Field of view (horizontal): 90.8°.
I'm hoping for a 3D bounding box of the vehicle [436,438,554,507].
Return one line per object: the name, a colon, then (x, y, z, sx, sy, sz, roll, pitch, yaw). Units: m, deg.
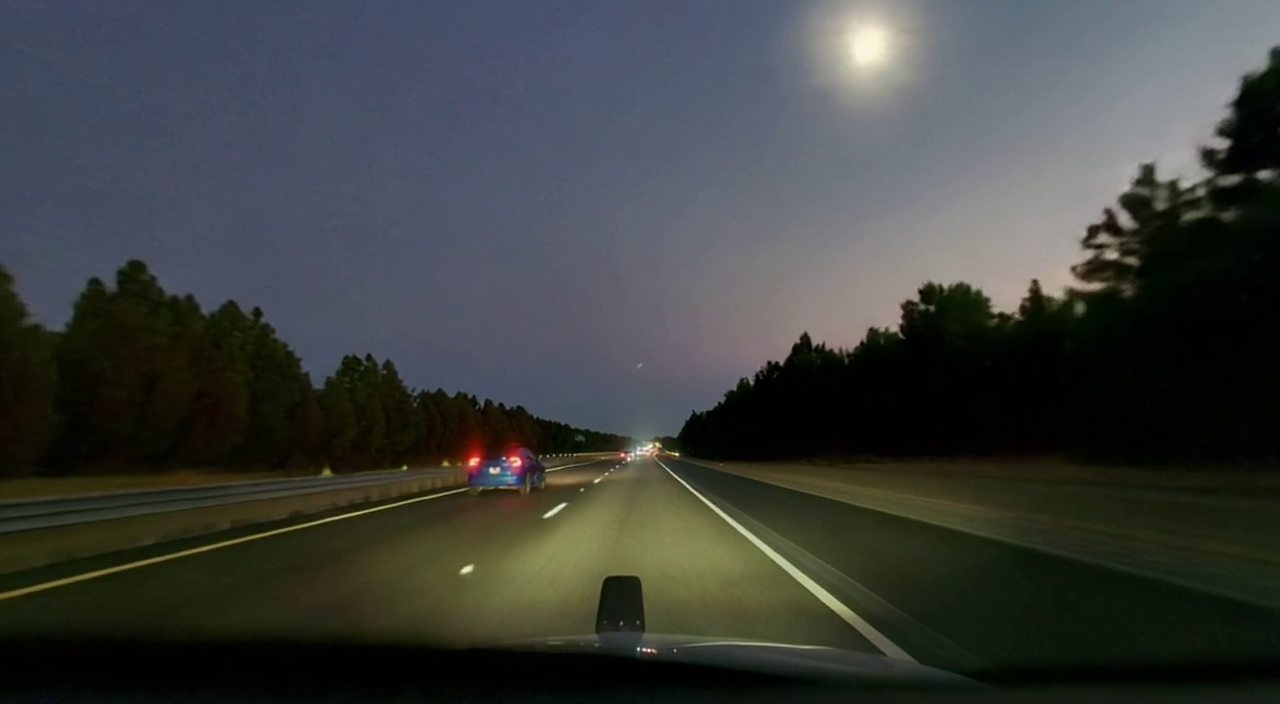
vehicle: (-3.615, 3.083, 16.600, 2.088, 1.586, 4.000, 0, -9, 1)
